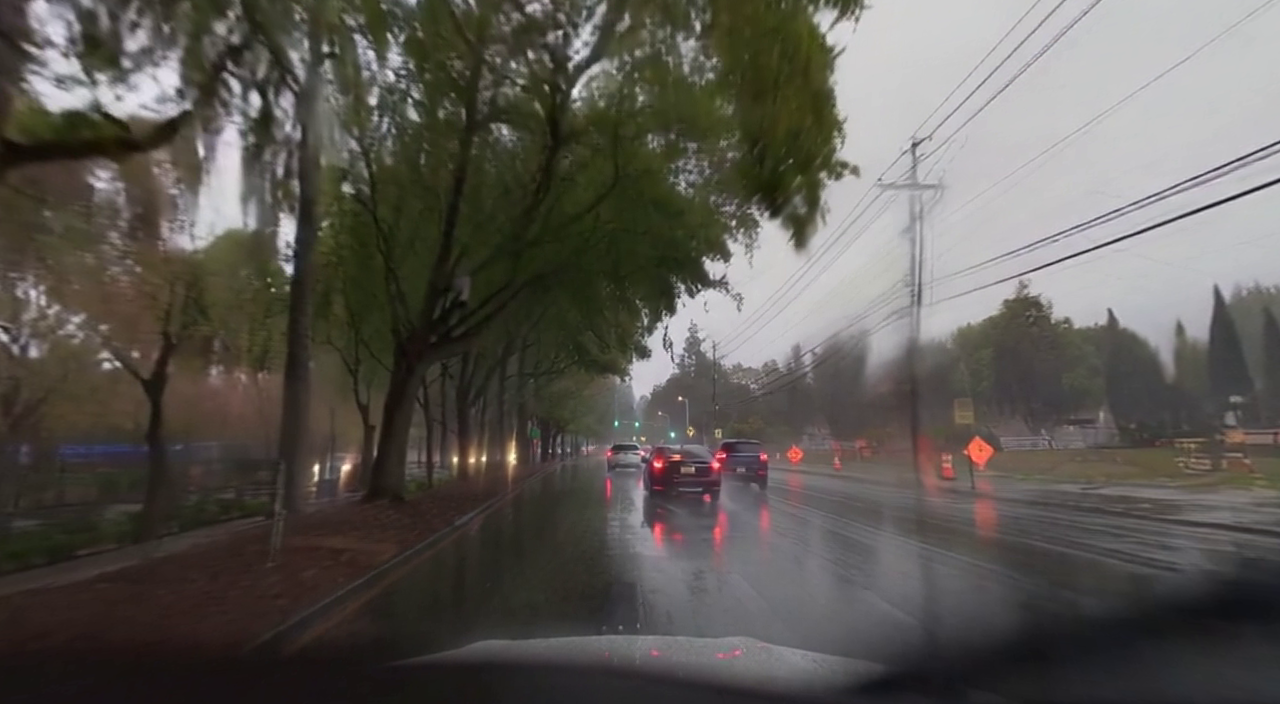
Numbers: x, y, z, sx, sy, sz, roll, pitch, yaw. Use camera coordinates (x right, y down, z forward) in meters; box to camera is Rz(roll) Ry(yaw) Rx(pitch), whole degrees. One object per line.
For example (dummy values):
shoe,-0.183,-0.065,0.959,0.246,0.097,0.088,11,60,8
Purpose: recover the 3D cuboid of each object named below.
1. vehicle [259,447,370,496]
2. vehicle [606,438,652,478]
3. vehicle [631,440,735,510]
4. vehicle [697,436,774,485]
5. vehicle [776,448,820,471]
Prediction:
vehicle,-12.503,4.574,24.660,1.971,1.712,4.400,-1,-8,0
vehicle,-0.467,5.048,30.229,2.050,1.745,3.915,-1,-8,0
vehicle,0.883,2.967,15.835,1.977,1.460,4.565,0,-8,-4
vehicle,3.676,4.270,25.221,2.116,1.726,4.672,0,-8,-3
vehicle,11.871,8.098,47.663,1.966,1.485,4.497,-5,-9,-2
